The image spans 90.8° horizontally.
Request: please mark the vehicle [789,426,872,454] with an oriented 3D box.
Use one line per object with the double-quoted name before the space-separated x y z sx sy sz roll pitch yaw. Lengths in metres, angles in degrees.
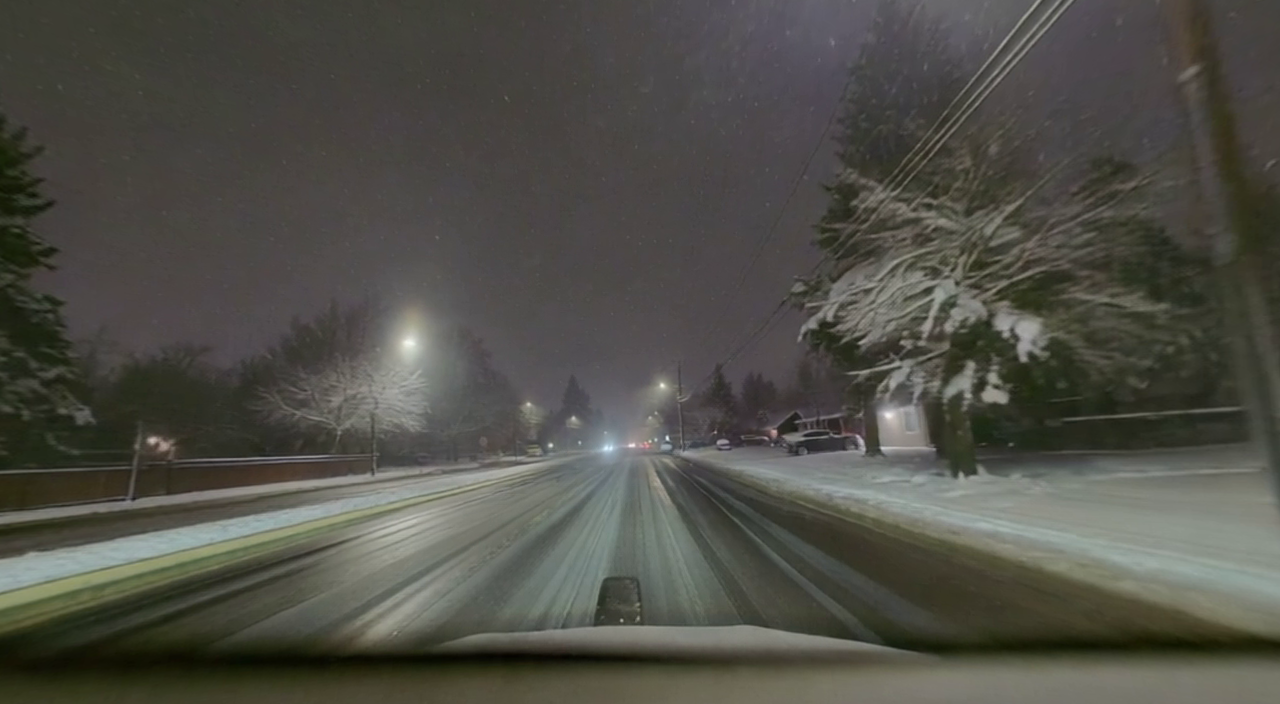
"vehicle" 11.851 5.537 39.552 4.545 1.680 2.001 -1 -8 4
